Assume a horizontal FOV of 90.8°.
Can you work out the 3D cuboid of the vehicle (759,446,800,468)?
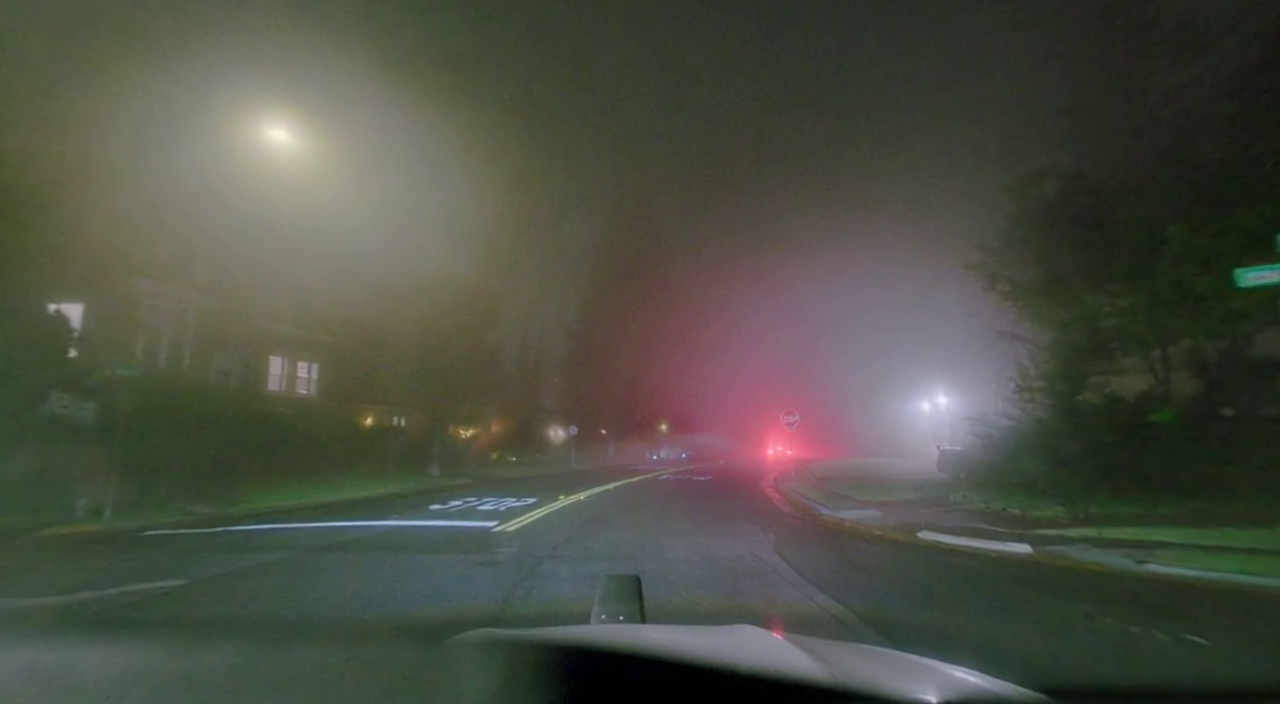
[{"bbox_3d":[10.065,7.498,45.298,2.045,1.478,4.914,-4,-9,22],"label":"vehicle"}]
